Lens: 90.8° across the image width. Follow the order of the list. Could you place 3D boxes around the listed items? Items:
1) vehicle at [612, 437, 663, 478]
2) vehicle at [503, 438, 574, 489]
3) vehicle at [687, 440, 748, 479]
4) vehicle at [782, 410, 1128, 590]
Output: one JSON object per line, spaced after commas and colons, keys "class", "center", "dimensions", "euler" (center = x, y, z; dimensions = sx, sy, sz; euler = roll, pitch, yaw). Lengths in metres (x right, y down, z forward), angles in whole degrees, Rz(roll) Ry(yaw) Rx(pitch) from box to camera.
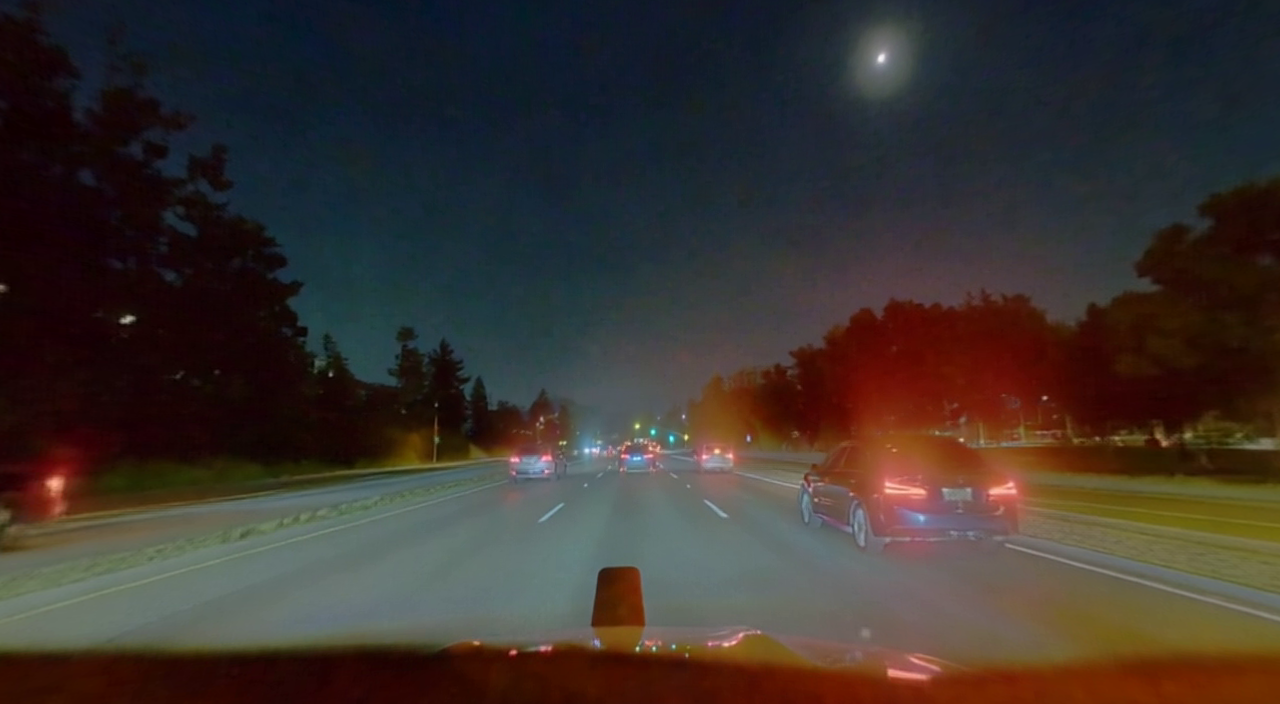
{"class": "vehicle", "center": [-0.155, 4.750, 28.737], "dimensions": [2.150, 1.725, 4.096], "euler": [0, -8, -1]}
{"class": "vehicle", "center": [-3.482, 3.898, 22.373], "dimensions": [1.823, 1.602, 4.061], "euler": [0, -8, 0]}
{"class": "vehicle", "center": [3.285, 4.676, 27.685], "dimensions": [2.068, 1.541, 4.041], "euler": [0, -8, -1]}
{"class": "vehicle", "center": [3.467, 1.718, 8.292], "dimensions": [2.069, 1.644, 4.714], "euler": [0, -8, 0]}
